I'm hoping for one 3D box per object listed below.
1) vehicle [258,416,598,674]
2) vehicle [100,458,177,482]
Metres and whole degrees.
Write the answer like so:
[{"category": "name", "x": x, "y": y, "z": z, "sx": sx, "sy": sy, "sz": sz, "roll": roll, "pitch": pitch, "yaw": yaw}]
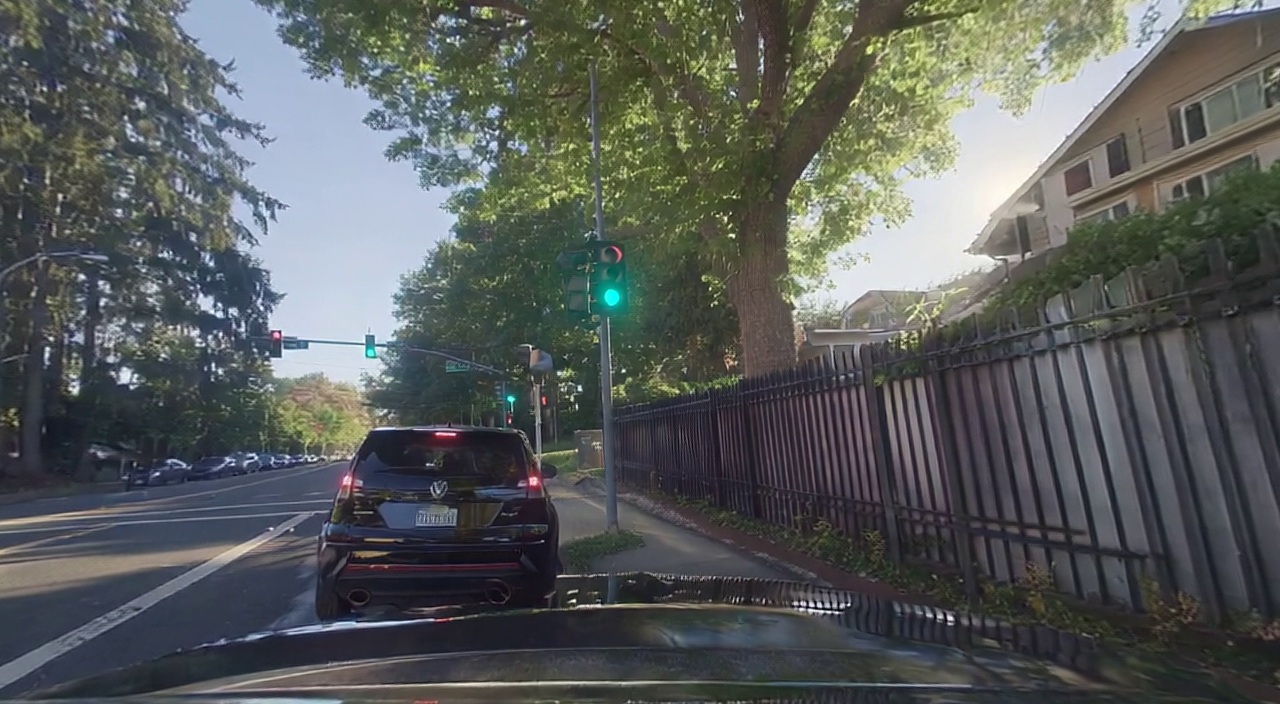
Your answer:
[{"category": "vehicle", "x": -1.813, "y": 1.442, "z": 5.848, "sx": 2.024, "sy": 1.502, "sz": 3.702, "roll": 2, "pitch": -9, "yaw": -17}, {"category": "vehicle", "x": -37.240, "y": 8.736, "z": 47.011, "sx": 3.959, "sy": 1.680, "sz": 1.785, "roll": 2, "pitch": -9, "yaw": -11}]
